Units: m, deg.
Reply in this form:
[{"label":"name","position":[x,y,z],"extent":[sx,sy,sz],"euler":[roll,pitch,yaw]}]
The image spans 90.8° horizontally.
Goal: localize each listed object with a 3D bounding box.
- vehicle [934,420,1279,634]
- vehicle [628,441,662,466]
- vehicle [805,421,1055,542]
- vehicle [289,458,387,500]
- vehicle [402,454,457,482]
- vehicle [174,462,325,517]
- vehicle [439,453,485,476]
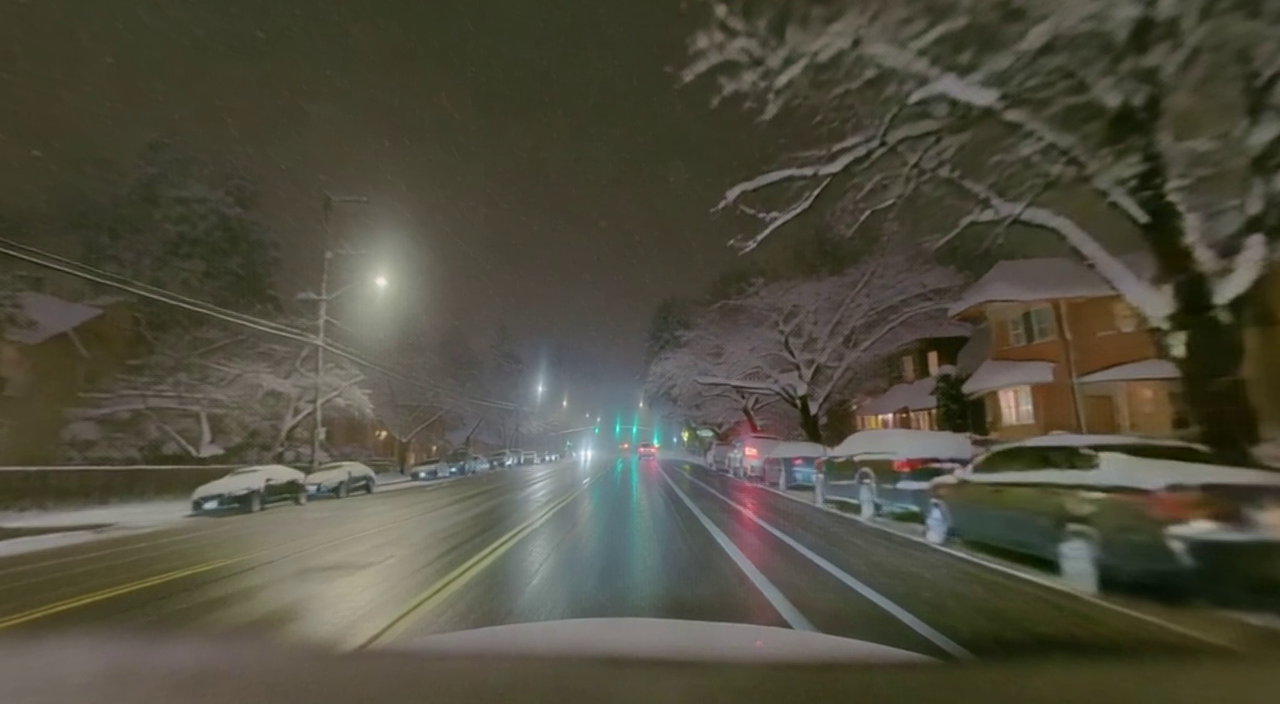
[{"label":"vehicle","position":[5.080,1.543,6.615],"extent":[1.875,1.467,4.332],"euler":[0,-9,-1]},{"label":"vehicle","position":[0.286,6.382,39.845],"extent":[2.022,1.471,3.973],"euler":[0,-9,-1]},{"label":"vehicle","position":[5.017,2.277,12.011],"extent":[2.217,1.775,4.960],"euler":[0,-8,-2]},{"label":"vehicle","position":[-12.384,5.199,26.287],"extent":[1.853,1.497,4.527],"euler":[0,-9,0]},{"label":"vehicle","position":[-12.555,6.946,37.997],"extent":[1.877,1.505,4.125],"euler":[0,-9,0]},{"label":"vehicle","position":[-12.662,4.449,20.942],"extent":[1.969,1.490,4.675],"euler":[0,-9,1]},{"label":"vehicle","position":[-12.308,7.804,43.939],"extent":[1.916,1.463,4.564],"euler":[0,-9,-1]}]
